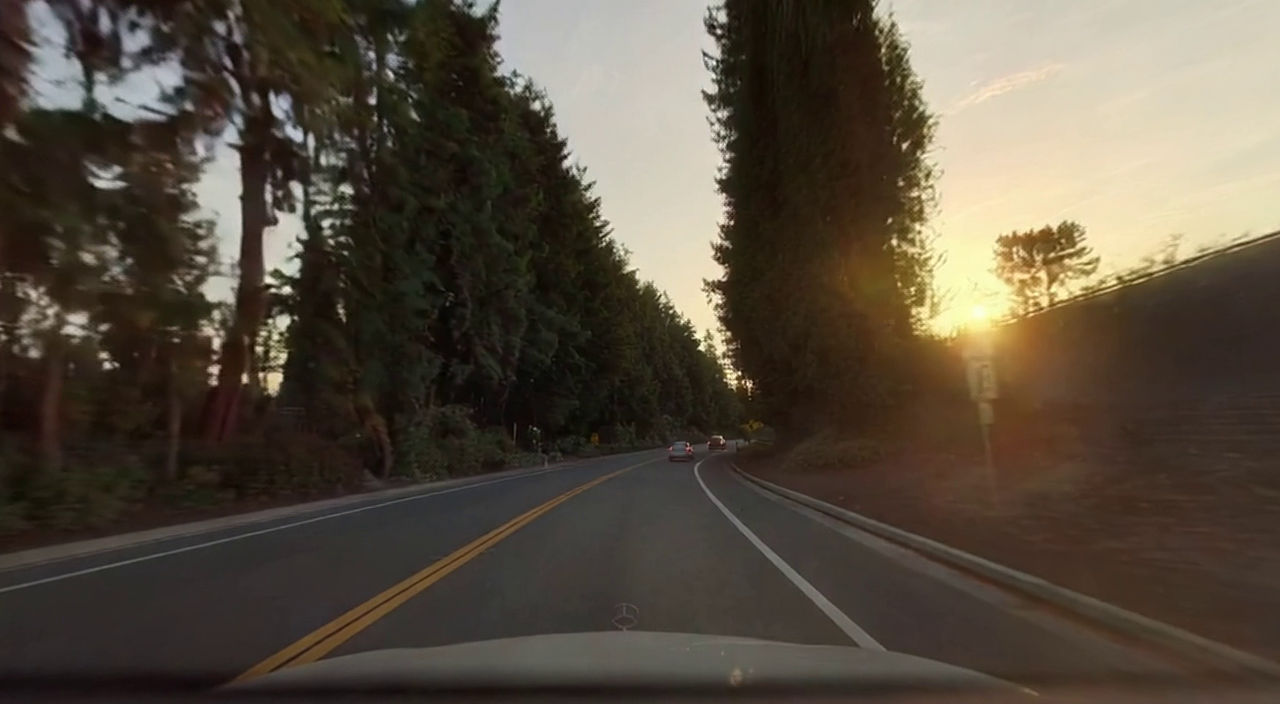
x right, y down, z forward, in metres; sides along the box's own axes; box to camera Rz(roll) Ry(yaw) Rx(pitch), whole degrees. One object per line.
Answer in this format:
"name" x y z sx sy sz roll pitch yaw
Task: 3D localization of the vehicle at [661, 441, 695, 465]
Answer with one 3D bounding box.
"vehicle" 2.552 6.629 41.579 2.071 1.474 4.047 -1 -9 6
